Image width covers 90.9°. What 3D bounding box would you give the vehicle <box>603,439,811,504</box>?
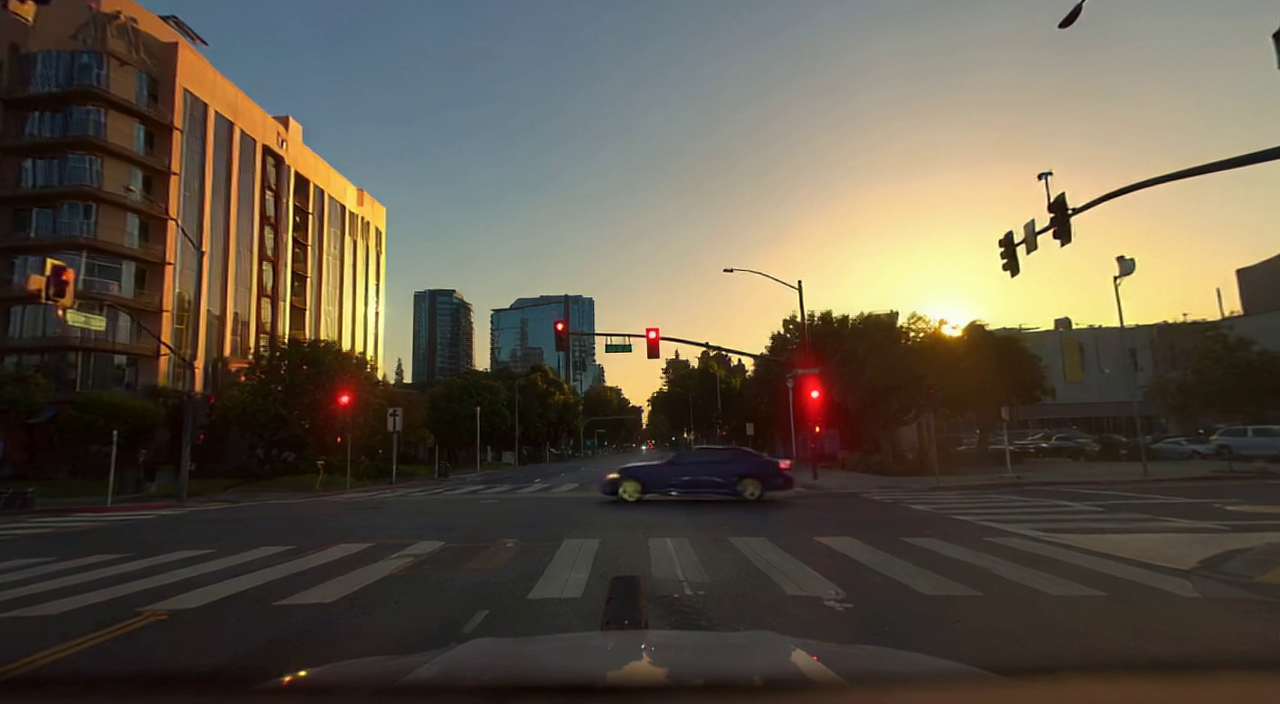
[{"bbox_3d":[1.571,2.953,15.786,4.847,1.484,1.926,0,-8,1],"label":"vehicle"}]
